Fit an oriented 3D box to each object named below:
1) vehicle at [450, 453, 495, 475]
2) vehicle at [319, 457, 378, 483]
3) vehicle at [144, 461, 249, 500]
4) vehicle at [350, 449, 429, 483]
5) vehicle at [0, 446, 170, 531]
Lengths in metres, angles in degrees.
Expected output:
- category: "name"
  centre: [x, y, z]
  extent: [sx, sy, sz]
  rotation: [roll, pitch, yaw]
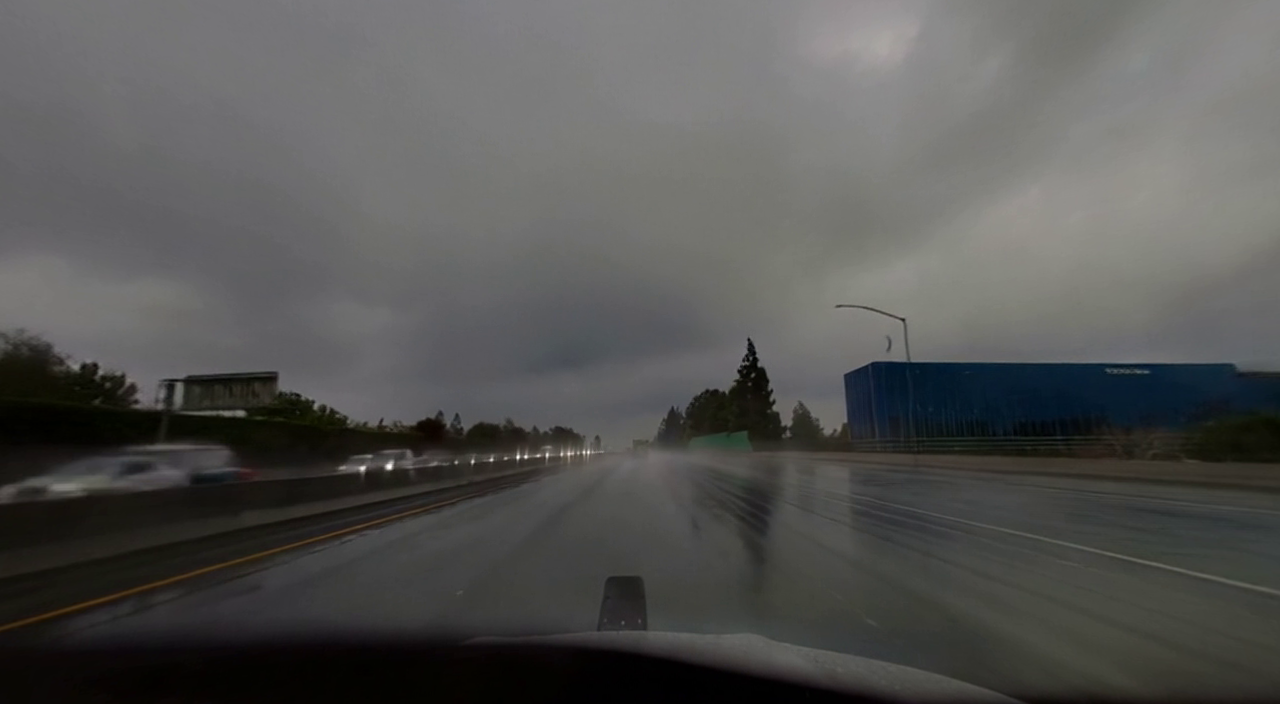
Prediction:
- category: "vehicle"
  centre: [-12.247, 8.193, 46.260]
  extent: [1.971, 1.437, 4.488]
  rotation: [0, -9, 1]
- category: "vehicle"
  centre: [-19.556, 7.887, 42.507]
  extent: [1.911, 1.582, 4.406]
  rotation: [0, -9, -1]
- category: "vehicle"
  centre: [-19.907, 5.761, 28.529]
  extent: [1.819, 1.524, 3.973]
  rotation: [0, -9, 0]
- category: "vehicle"
  centre: [-12.045, 5.485, 30.636]
  extent: [1.986, 1.494, 4.310]
  rotation: [0, -9, 1]
- category: "vehicle"
  centre: [-11.875, 2.640, 12.663]
  extent: [1.796, 1.442, 3.938]
  rotation: [0, -9, 0]
